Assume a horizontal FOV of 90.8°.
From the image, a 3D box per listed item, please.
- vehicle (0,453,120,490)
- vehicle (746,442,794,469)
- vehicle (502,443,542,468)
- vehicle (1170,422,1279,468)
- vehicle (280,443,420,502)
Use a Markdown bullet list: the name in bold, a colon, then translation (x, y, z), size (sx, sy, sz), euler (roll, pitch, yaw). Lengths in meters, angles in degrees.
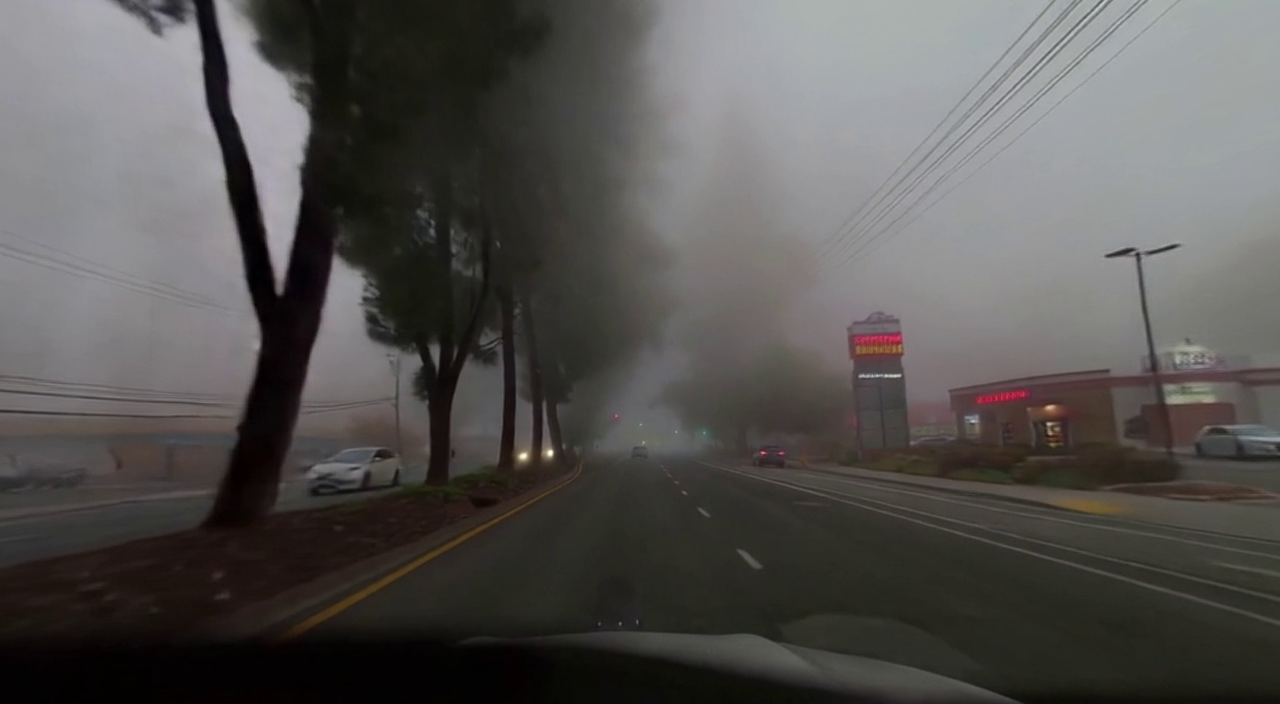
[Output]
- **vehicle**: translation (-28.499, 5.778, 30.744), size (4.410, 1.609, 2.113), euler (0, -8, -1)
- **vehicle**: translation (9.400, 7.493, 46.171), size (2.358, 1.785, 5.404), euler (0, -8, 0)
- **vehicle**: translation (-8.543, 7.529, 46.148), size (2.113, 1.703, 4.459), euler (0, -8, -1)
- **vehicle**: translation (23.199, 3.516, 24.041), size (2.113, 1.582, 4.559), euler (0, -8, 0)
- **vehicle**: translation (-8.660, 3.604, 19.444), size (2.043, 1.536, 4.682), euler (0, -8, 1)
